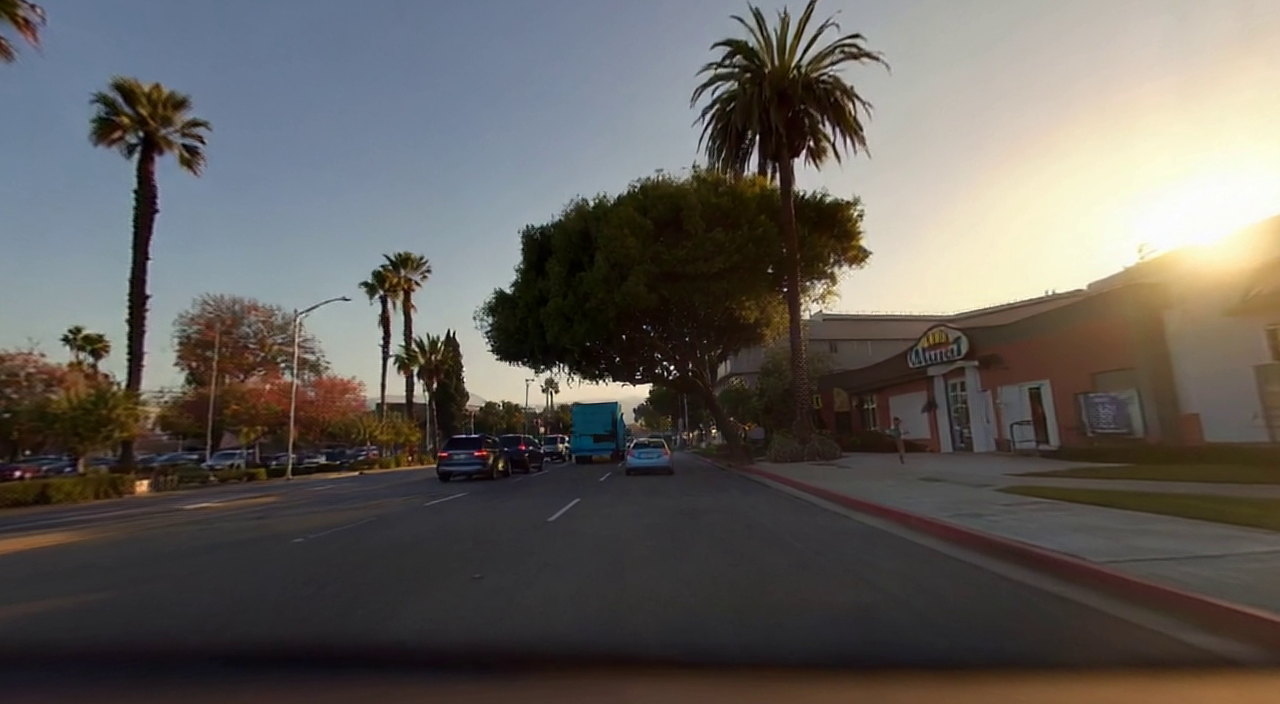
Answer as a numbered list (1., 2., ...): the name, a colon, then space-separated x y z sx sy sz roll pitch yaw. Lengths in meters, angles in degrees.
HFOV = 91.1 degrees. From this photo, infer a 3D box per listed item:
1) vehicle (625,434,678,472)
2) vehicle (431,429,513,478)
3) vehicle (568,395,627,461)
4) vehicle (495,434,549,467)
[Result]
1. vehicle: 0.492 4.346 27.240 2.144 1.514 4.063 0 -9 1
2. vehicle: -6.845 4.180 26.057 2.014 1.830 4.281 0 -9 3
3. vehicle: -2.614 5.404 43.285 2.992 3.949 11.815 0 -9 1
4. vehicle: -6.621 5.577 35.777 2.143 1.736 4.648 0 -9 1
